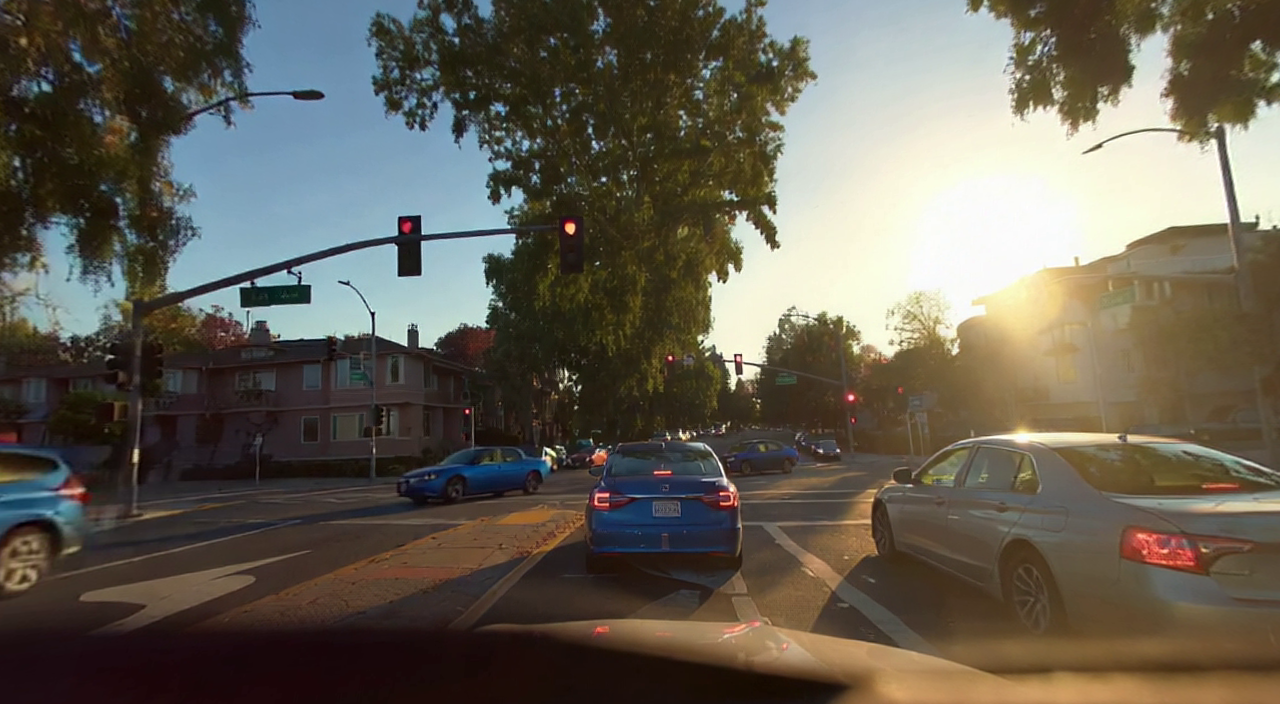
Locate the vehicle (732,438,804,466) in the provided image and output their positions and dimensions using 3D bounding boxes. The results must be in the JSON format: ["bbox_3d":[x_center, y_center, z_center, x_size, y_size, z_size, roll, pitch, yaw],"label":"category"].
[{"bbox_3d":[7.993,6.299,39.790,1.936,1.615,4.240,5,-10,-34],"label":"vehicle"}]

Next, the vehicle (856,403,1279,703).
[{"bbox_3d":[3.657,1.339,5.428,1.888,1.486,4.681,0,-9,-1],"label":"vehicle"}]

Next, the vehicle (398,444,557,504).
[{"bbox_3d":[-4.493,3.388,18.098,1.854,1.490,4.229,-6,-10,32],"label":"vehicle"}]

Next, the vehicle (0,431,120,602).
[{"bbox_3d":[-7.995,1.611,5.753,1.988,1.799,4.789,-2,-9,9],"label":"vehicle"}]

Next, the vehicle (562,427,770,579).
[{"bbox_3d":[0.300,1.817,8.331,2.090,1.505,3.756,-1,-9,1],"label":"vehicle"}]
